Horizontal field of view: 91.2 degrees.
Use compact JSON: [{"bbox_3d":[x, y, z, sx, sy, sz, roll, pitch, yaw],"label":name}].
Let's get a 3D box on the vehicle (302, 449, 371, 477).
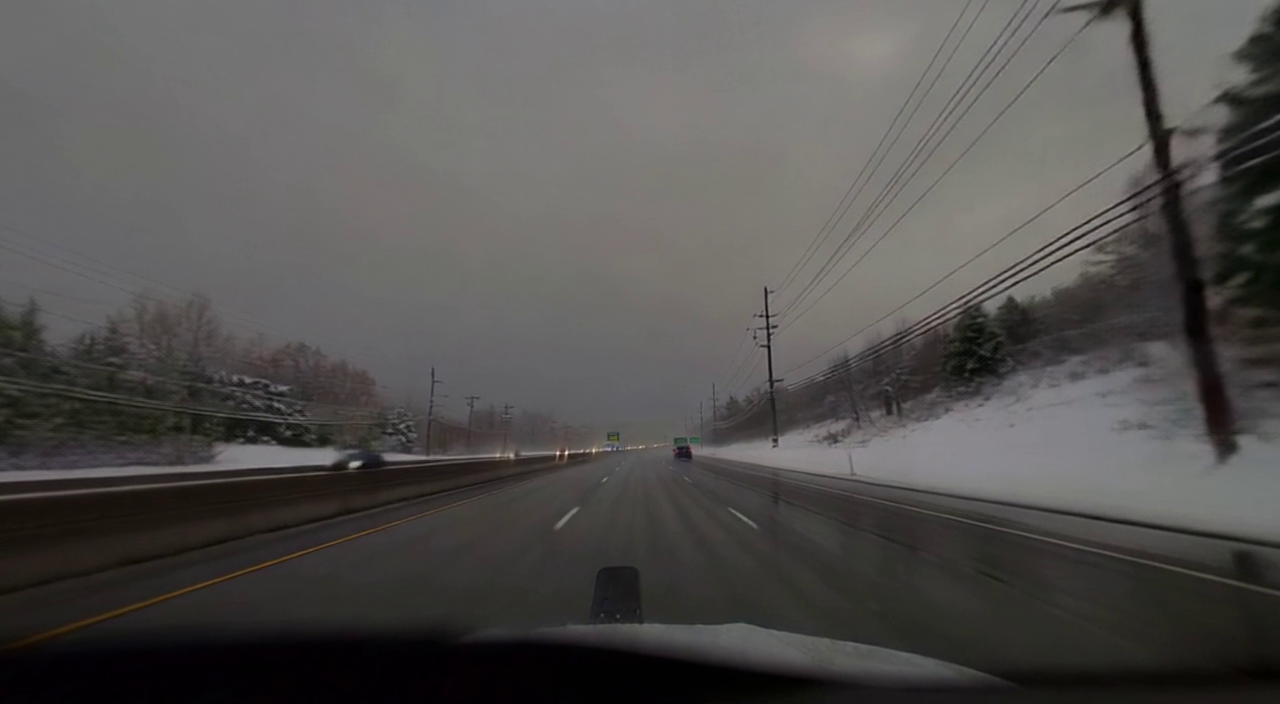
[{"bbox_3d":[-18.648,6.818,38.720,2.056,1.639,4.295,0,-9,1],"label":"vehicle"}]
